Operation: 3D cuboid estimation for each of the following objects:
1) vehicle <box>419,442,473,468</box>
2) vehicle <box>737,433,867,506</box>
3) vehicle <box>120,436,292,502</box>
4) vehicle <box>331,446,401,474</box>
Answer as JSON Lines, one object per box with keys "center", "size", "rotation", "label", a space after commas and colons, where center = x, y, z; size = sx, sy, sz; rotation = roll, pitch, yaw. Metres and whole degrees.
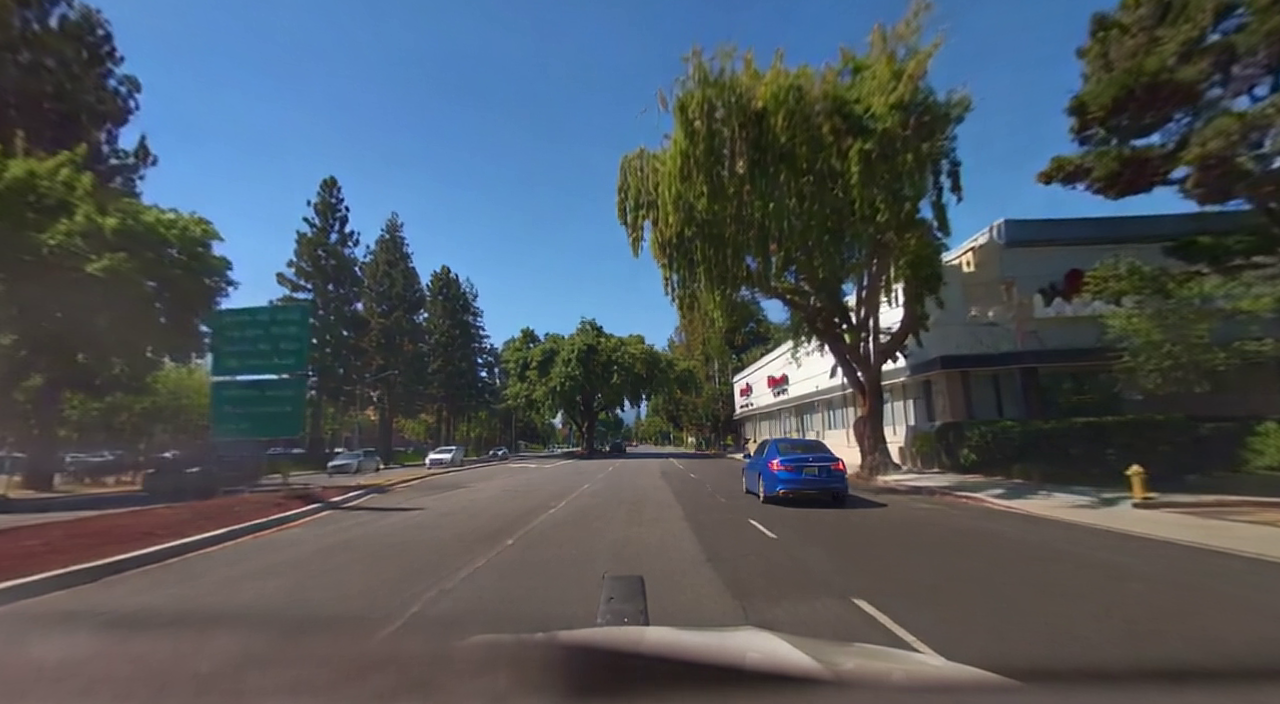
{"center": [-12.167, 6.487, 39.851], "size": [1.986, 1.514, 4.300], "rotation": [0, -8, 1], "label": "vehicle"}
{"center": [3.699, 2.747, 15.291], "size": [1.977, 1.474, 4.399], "rotation": [0, -8, 0], "label": "vehicle"}
{"center": [-12.549, 3.364, 18.664], "size": [1.975, 1.697, 4.265], "rotation": [0, -8, 1], "label": "vehicle"}
{"center": [-15.672, 6.177, 36.310], "size": [1.917, 1.454, 4.577], "rotation": [0, -8, 0], "label": "vehicle"}
